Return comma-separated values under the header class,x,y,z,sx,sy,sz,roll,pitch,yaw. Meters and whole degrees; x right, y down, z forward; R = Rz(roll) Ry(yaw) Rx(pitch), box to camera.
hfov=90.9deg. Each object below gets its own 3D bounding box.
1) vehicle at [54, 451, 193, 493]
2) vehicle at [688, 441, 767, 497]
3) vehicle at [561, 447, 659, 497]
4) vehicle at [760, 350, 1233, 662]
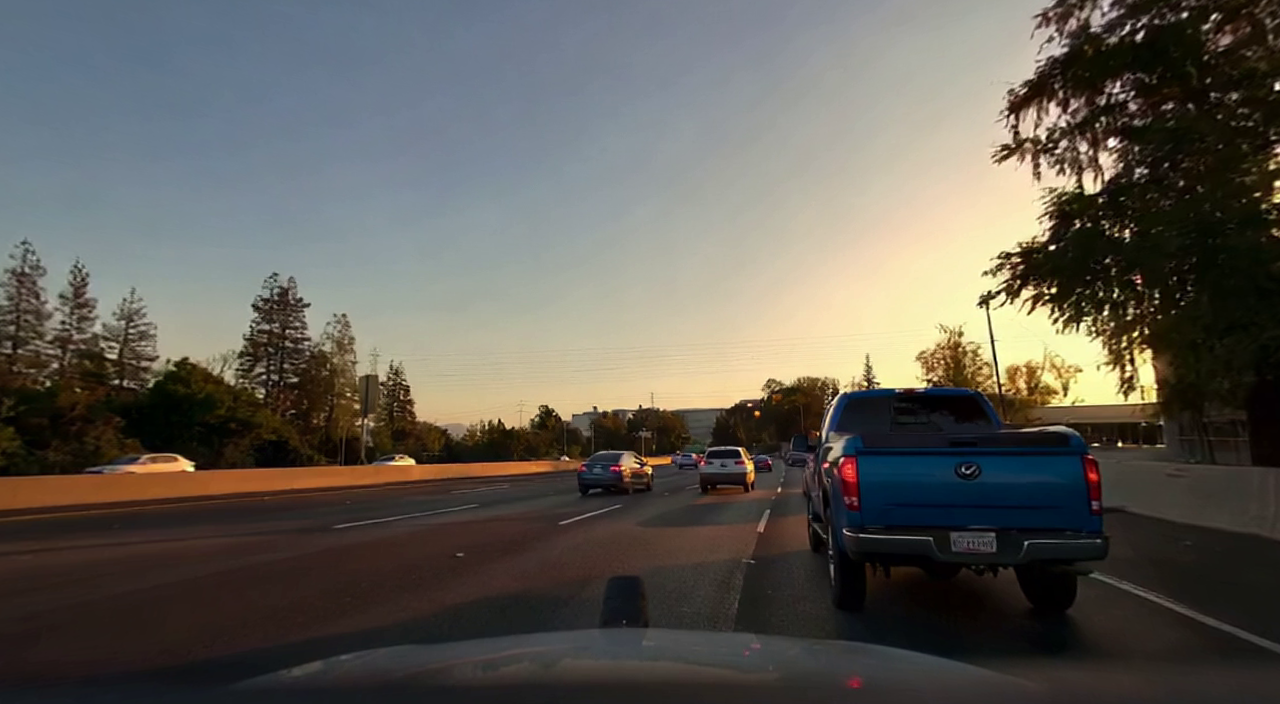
class,x,y,z,sx,sy,sz,roll,pitch,yaw
vehicle,-23.866,5.509,29.406,1.882,1.695,4.650,-2,-9,15
vehicle,3.069,3.884,21.436,2.080,1.682,4.150,-2,-9,16
vehicle,-0.869,4.036,21.737,2.119,1.478,4.644,-2,-9,14
vehicle,3.349,1.550,7.962,3.024,2.092,6.797,-2,-9,15
